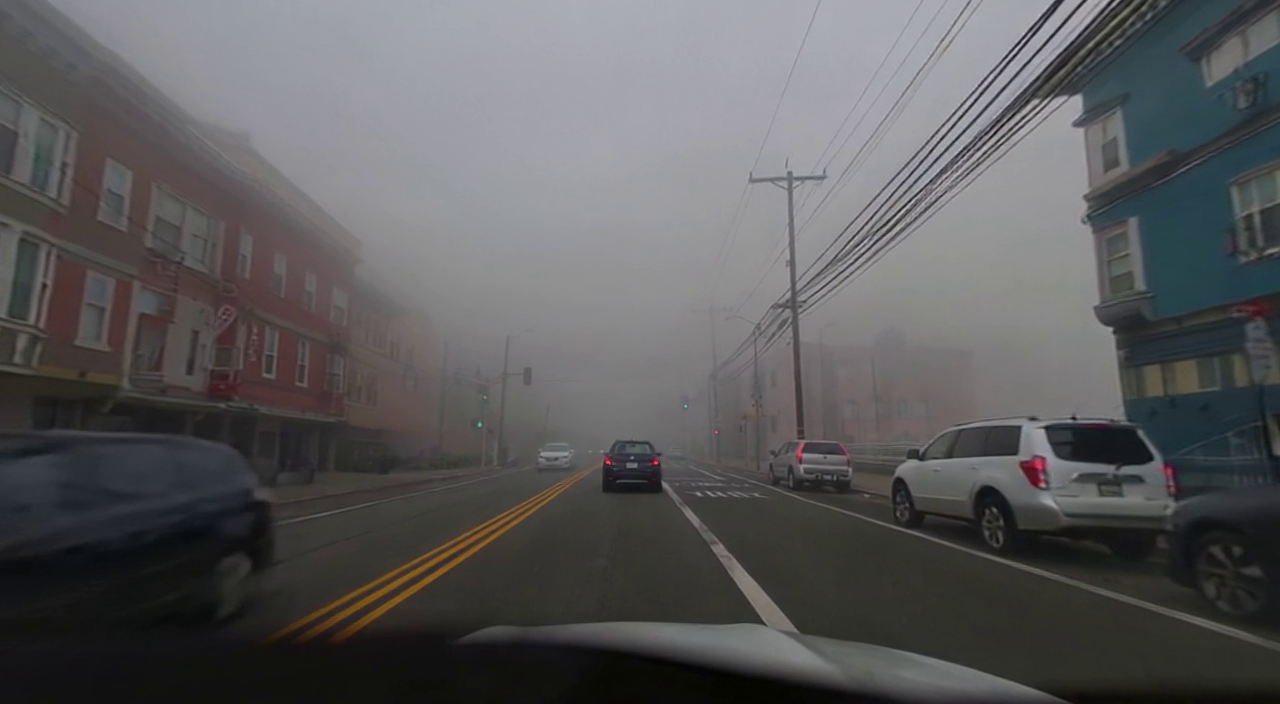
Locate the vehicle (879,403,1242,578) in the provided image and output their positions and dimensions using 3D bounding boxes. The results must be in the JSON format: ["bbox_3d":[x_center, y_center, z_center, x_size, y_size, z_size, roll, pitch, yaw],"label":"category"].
[{"bbox_3d":[6.148,2.088,10.482,2.208,2.106,5.496,0,-9,0],"label":"vehicle"}]

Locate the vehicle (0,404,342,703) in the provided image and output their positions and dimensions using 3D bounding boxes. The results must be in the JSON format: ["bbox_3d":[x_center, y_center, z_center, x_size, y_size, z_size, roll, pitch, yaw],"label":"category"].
[{"bbox_3d":[-3.874,1.172,3.958,1.968,1.524,4.304,0,-8,-1],"label":"vehicle"}]

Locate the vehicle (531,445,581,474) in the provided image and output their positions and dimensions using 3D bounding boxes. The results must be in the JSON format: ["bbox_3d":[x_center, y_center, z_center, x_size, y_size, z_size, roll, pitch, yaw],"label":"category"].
[{"bbox_3d":[-4.514,5.834,34.602,2.181,1.500,4.319,0,-8,0],"label":"vehicle"}]

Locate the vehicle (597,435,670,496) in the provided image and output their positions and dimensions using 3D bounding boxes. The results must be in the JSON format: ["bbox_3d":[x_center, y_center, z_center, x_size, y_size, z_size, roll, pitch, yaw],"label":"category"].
[{"bbox_3d":[-0.181,3.358,19.002,1.980,1.635,3.795,0,-8,0],"label":"vehicle"}]

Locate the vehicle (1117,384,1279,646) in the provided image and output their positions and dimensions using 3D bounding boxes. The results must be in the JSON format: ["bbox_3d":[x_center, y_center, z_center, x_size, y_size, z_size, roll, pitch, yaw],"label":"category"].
[{"bbox_3d":[6.194,1.083,3.609,2.203,2.052,5.975,0,-8,-1],"label":"vehicle"}]

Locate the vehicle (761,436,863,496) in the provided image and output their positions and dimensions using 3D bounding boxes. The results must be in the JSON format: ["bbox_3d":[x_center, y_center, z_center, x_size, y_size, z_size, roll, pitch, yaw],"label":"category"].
[{"bbox_3d":[6.190,4.164,23.584,2.197,1.917,5.637,0,-8,-1],"label":"vehicle"}]
